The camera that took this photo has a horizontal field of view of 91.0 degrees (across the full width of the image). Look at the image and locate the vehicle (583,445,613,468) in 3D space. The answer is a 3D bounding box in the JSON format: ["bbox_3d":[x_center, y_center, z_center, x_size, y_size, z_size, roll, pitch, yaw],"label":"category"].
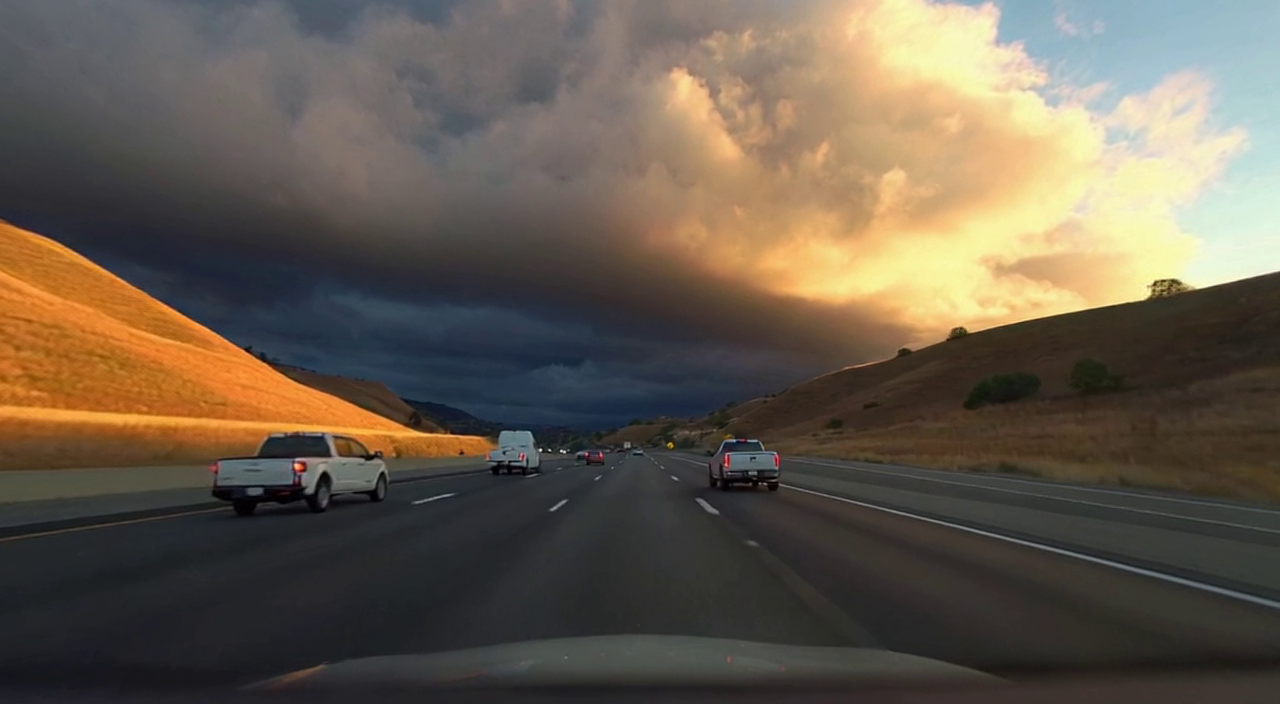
[{"bbox_3d":[-3.134,7.863,47.436,2.009,1.593,4.378,0,-9,0],"label":"vehicle"}]

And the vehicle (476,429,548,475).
[{"bbox_3d":[-7.506,5.987,37.930,2.937,2.509,7.090,0,-9,-1],"label":"vehicle"}]

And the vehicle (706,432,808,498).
[{"bbox_3d":[3.436,3.449,19.544,2.231,1.789,4.700,0,-9,0],"label":"vehicle"}]

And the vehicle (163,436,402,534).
[{"bbox_3d":[-6.637,2.501,12.524,1.935,1.550,4.883,0,-9,-1],"label":"vehicle"}]
